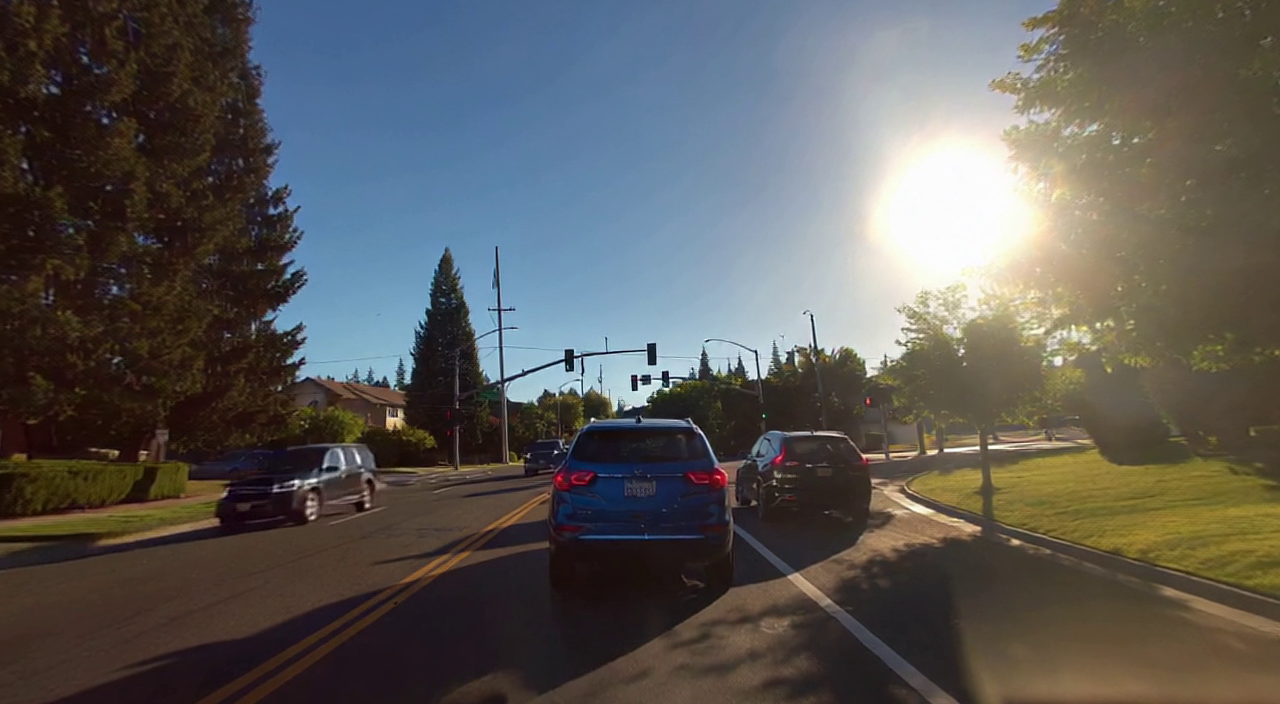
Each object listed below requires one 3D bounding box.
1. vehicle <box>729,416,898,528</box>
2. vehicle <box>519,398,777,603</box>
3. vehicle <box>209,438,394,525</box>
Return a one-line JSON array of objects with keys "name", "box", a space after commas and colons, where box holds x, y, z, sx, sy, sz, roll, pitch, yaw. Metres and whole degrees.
[{"name": "vehicle", "box": [3.069, 2.220, 12.205, 1.967, 1.756, 4.281, 0, -8, -1]}, {"name": "vehicle", "box": [0.054, 1.541, 7.393, 2.151, 1.695, 4.100, 0, -8, 0]}, {"name": "vehicle", "box": [-7.400, 2.825, 14.327, 1.985, 1.672, 3.960, 0, -8, 0]}]
